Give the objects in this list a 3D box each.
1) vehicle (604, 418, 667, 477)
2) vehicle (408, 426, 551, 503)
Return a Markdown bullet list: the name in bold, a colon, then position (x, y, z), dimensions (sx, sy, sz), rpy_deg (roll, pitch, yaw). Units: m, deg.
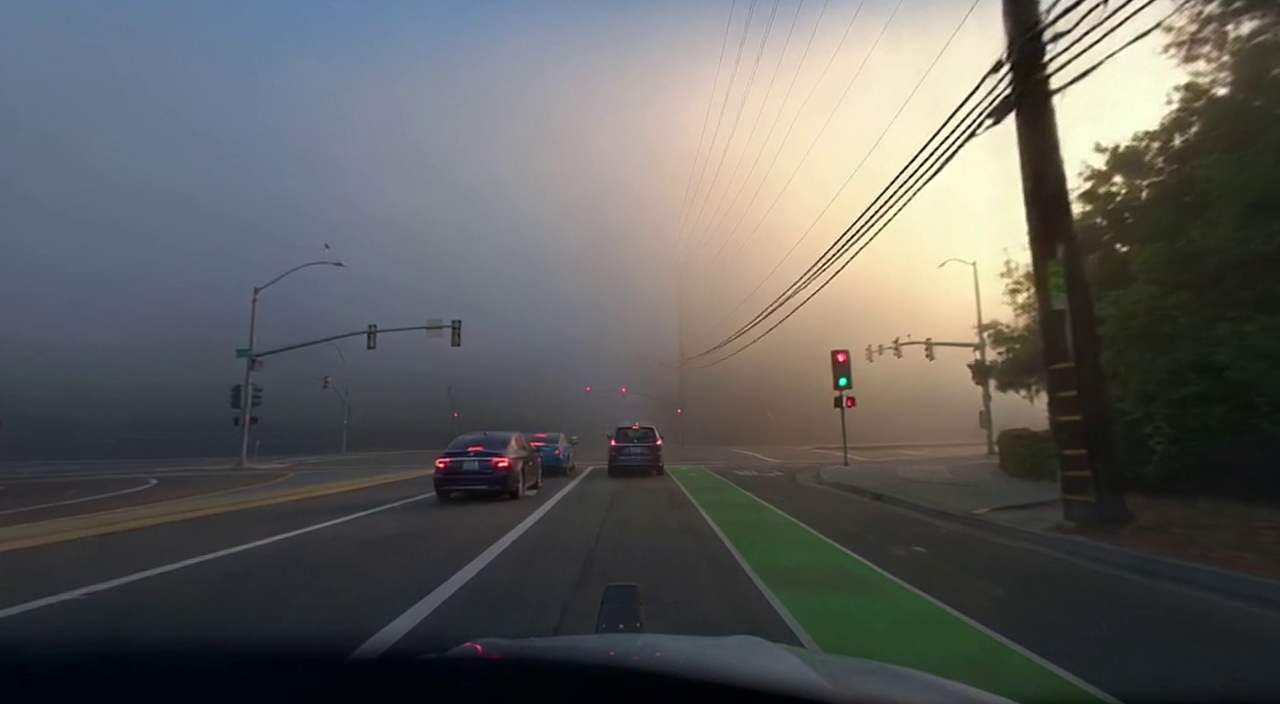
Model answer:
- **vehicle**: position (-0.202, 3.556, 23.483), dimensions (2.036, 1.885, 5.196), rpy_deg (1, -9, -1)
- **vehicle**: position (-3.591, 2.580, 15.351), dimensions (2.138, 1.488, 5.327), rpy_deg (1, -7, -1)
